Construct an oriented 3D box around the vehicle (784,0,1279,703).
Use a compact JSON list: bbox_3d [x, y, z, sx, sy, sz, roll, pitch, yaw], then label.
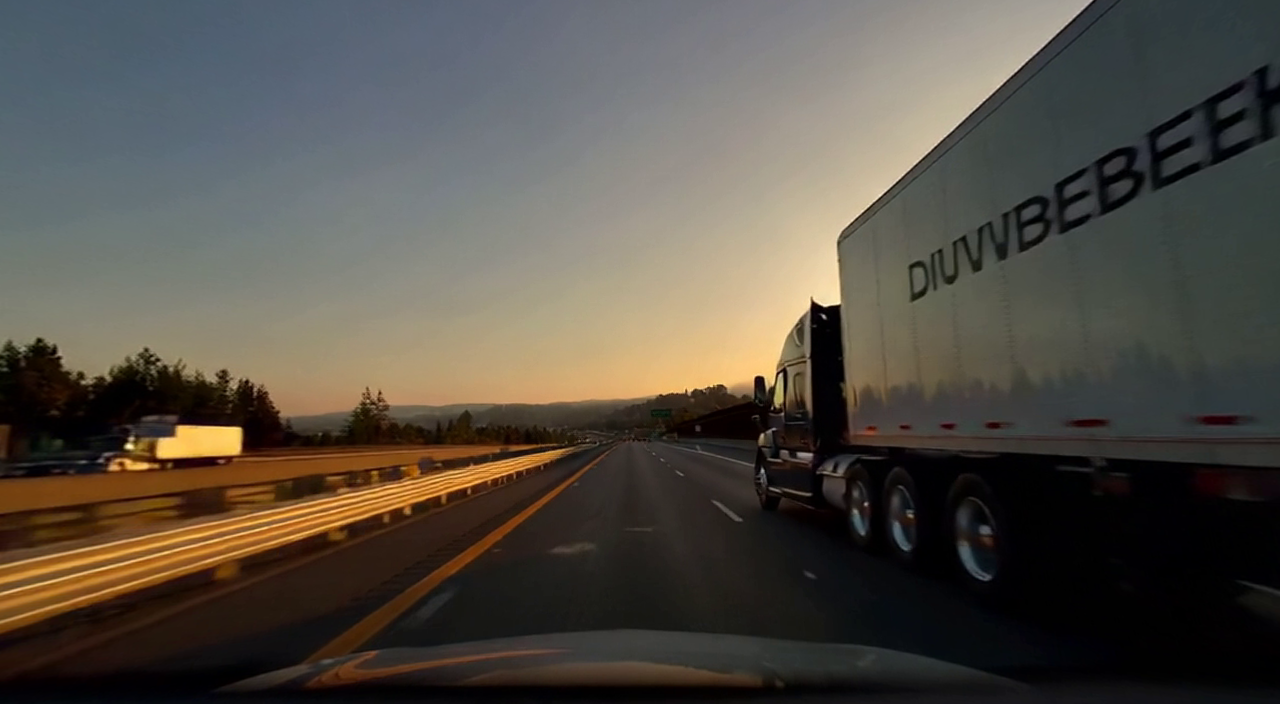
[{"bbox_3d":[3.859,-0.111,4.442,2.995,3.911,10.582,0,-8,-1],"label":"vehicle"}]
